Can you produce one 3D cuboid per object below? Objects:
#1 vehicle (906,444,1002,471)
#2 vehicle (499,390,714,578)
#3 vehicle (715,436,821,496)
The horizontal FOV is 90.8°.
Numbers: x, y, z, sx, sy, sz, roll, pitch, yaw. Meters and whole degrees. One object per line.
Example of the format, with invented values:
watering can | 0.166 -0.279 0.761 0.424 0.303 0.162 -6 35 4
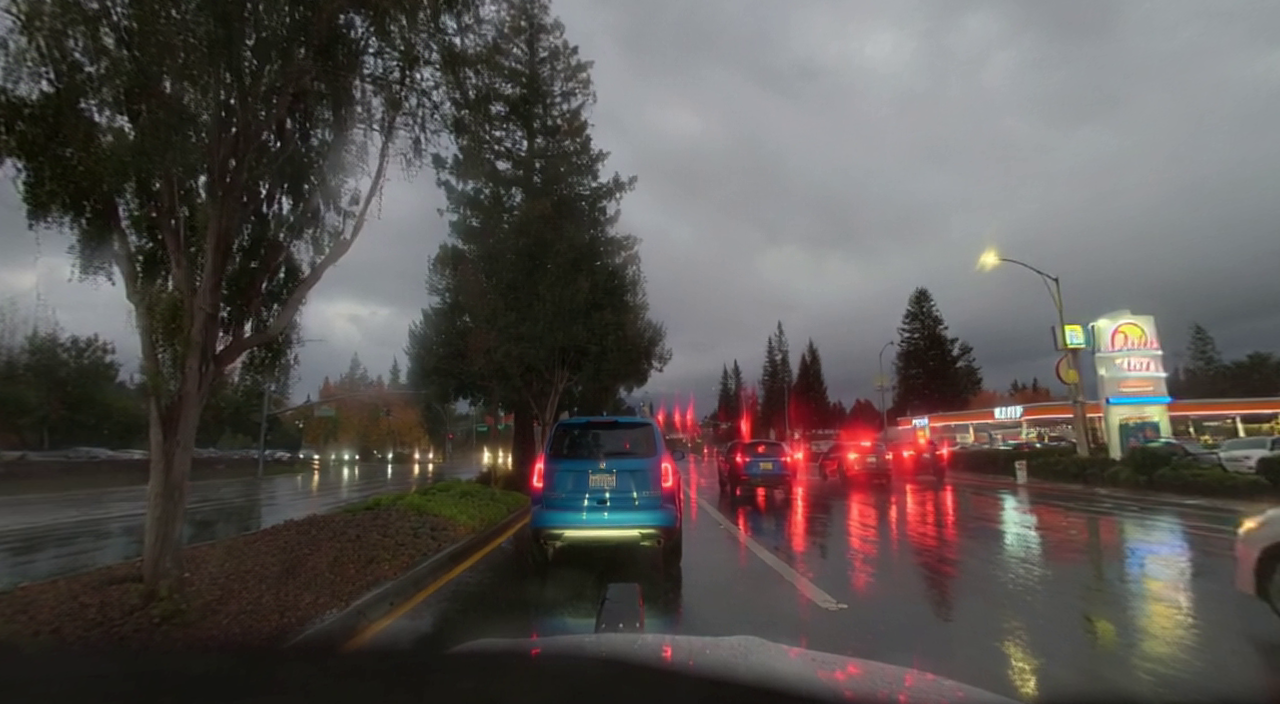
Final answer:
vehicle | 17.207 5.773 34.770 4.290 1.427 1.751 0 -9 2
vehicle | -0.299 1.647 8.627 2.096 1.837 4.687 0 -9 1
vehicle | 3.670 3.378 19.119 2.098 1.555 4.778 0 -9 -1
